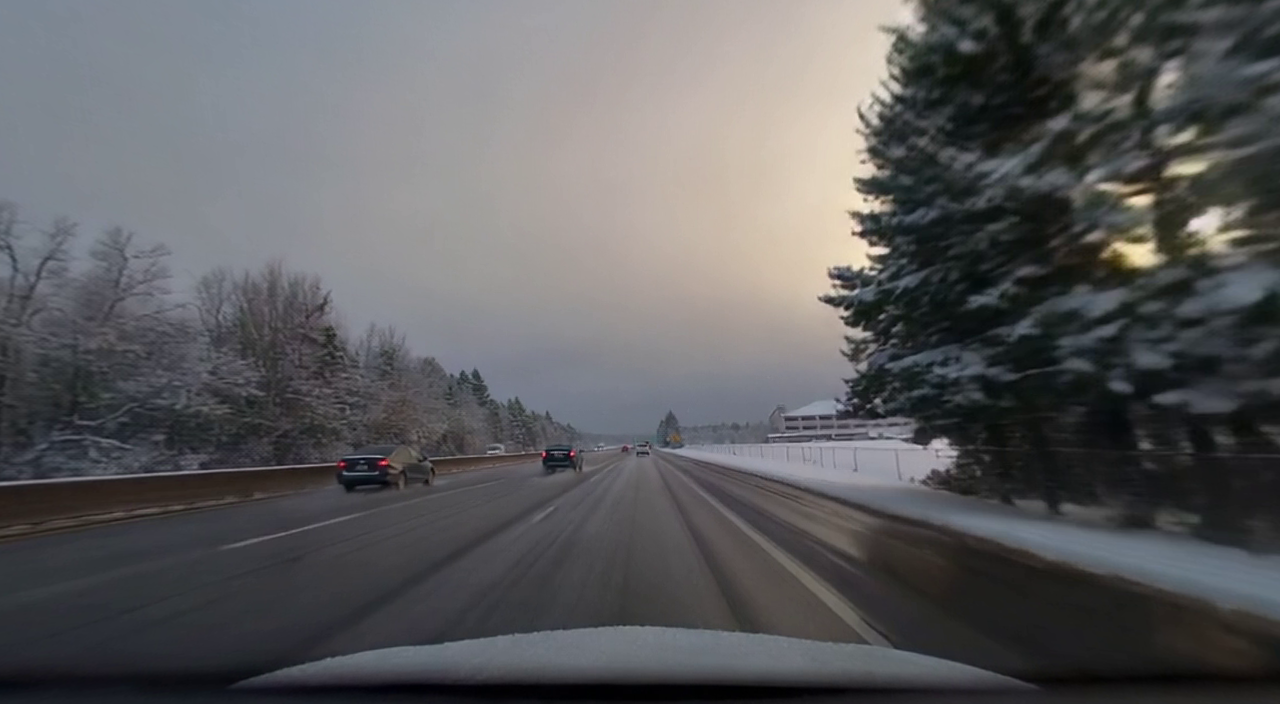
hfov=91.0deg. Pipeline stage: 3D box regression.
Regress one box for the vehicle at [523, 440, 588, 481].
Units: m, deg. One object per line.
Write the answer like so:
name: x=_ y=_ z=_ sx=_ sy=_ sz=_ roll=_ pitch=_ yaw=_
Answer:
vehicle: x=-3.576 y=4.681 z=27.501 sx=2.083 sy=1.588 sz=4.801 roll=0 pitch=-9 yaw=1

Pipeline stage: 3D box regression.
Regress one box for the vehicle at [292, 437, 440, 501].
vehicle: x=-7.418 y=3.200 z=17.693 sx=2.034 sy=1.523 sz=4.627 roll=0 pitch=-9 yaw=1
